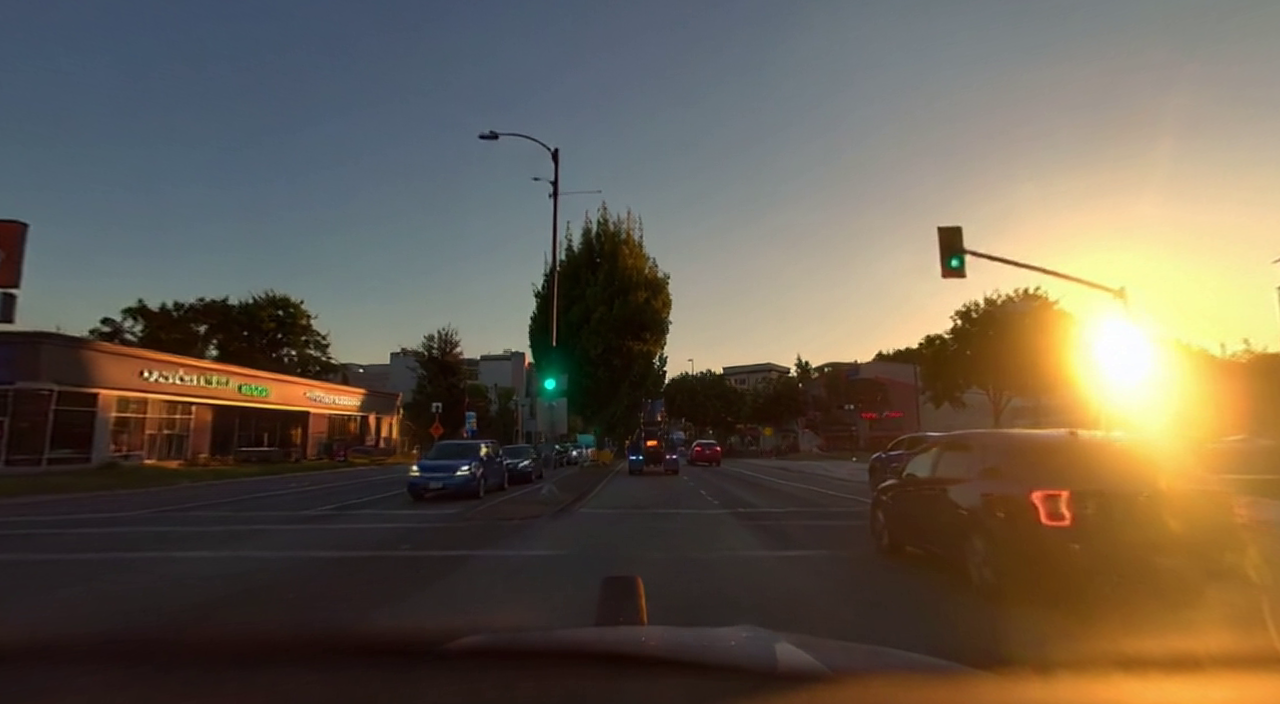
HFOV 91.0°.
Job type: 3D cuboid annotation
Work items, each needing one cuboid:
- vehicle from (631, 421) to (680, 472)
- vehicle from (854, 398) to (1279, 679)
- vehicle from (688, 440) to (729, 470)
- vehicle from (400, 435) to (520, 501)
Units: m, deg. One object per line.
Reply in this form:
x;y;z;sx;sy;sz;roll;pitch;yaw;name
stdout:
0.750;5.056;34.141;2.370;2.518;3.858;-2;-7;-2;vehicle
3.646;1.369;5.695;2.025;1.618;3.949;0;-8;0;vehicle
4.193;6.397;39.472;2.025;1.754;4.311;0;-8;-1;vehicle
-4.613;3.019;16.859;2.001;1.518;4.316;0;-8;-1;vehicle
